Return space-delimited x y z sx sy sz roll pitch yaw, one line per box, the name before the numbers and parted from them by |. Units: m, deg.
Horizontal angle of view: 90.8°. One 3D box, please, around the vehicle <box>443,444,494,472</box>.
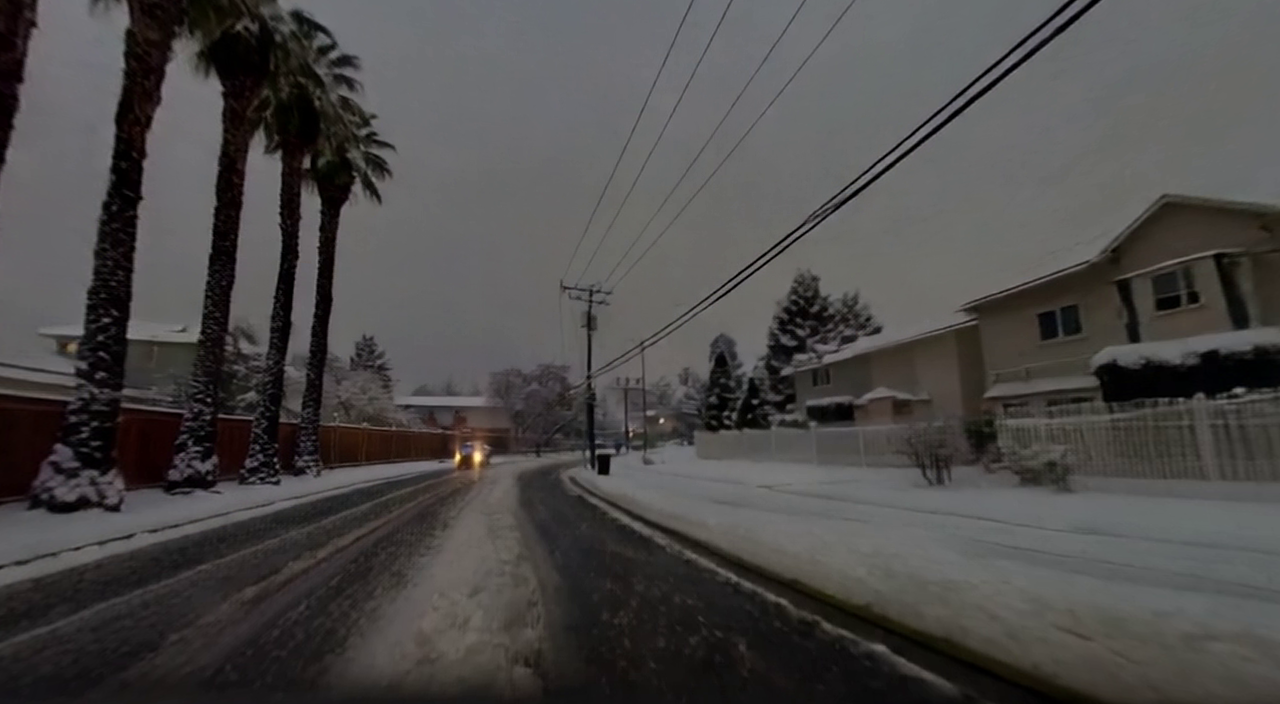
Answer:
vehicle | -11.302 6.989 41.957 2.208 1.758 4.529 1 -9 -2
